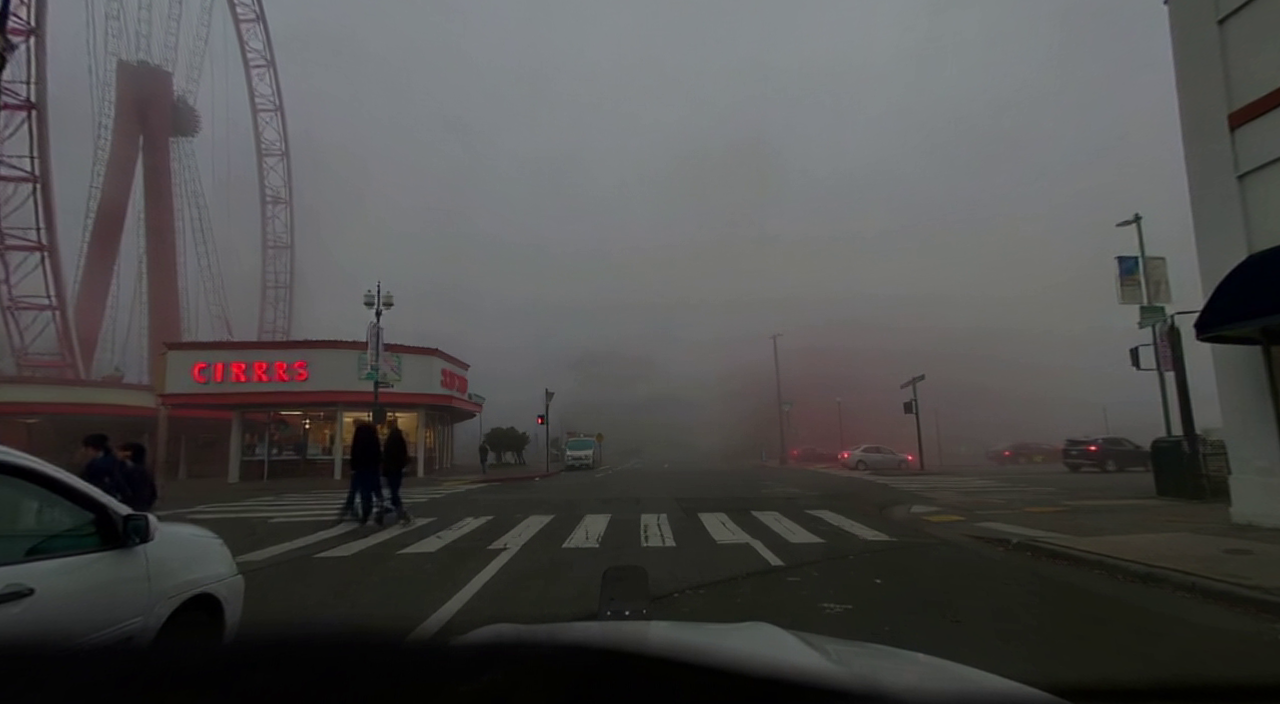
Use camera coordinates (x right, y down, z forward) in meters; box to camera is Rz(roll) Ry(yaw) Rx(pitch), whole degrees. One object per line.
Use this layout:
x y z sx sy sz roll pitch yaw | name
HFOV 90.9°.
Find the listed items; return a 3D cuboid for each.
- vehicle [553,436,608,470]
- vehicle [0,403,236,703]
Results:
-3.888 6.408 40.250 2.549 2.000 5.699 2 -9 -15 | vehicle
-3.377 0.787 1.190 1.940 1.505 4.676 -1 -9 3 | vehicle
